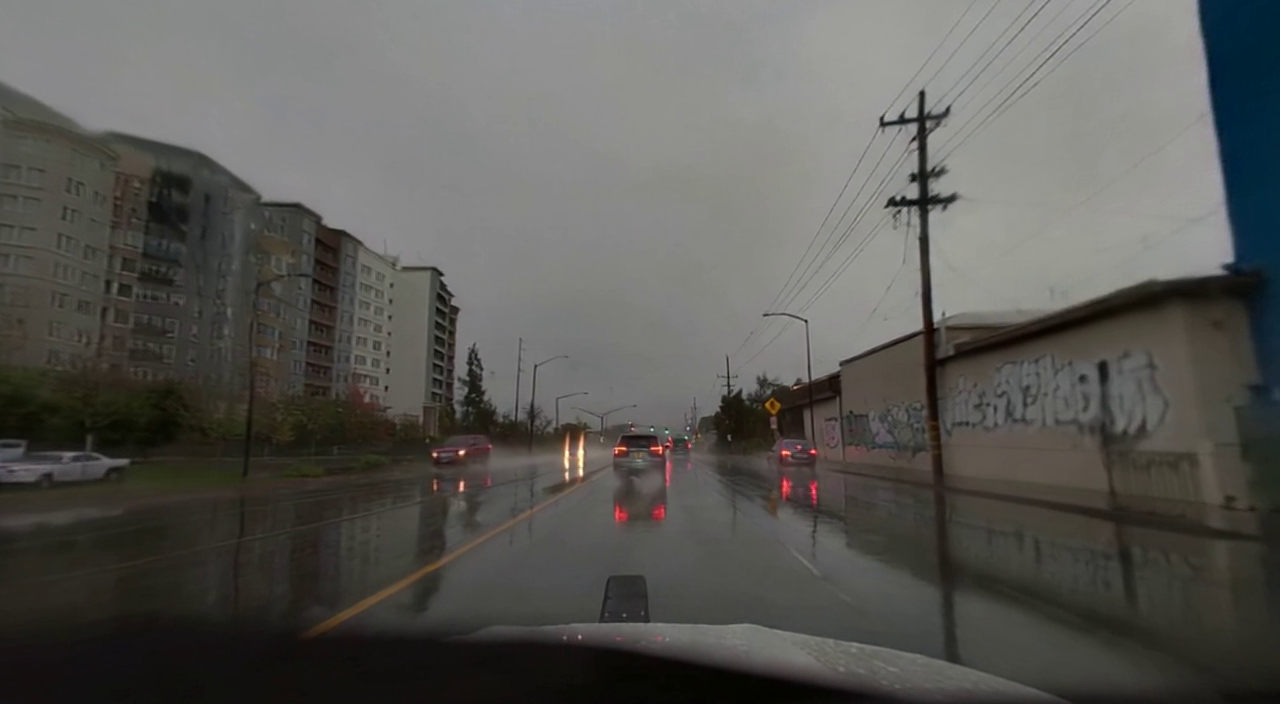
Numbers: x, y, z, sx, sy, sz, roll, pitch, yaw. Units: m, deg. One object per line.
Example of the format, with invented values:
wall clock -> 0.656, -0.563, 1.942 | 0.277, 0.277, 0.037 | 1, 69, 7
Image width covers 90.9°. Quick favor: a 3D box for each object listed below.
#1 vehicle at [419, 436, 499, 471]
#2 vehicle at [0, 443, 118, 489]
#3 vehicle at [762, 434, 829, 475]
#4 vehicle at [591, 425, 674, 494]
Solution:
vehicle -> -11.174, 6.329, 39.537 | 2.544, 2.014, 5.821 | -1, -9, 8
vehicle -> -26.489, 5.036, 27.743 | 4.916, 1.826, 2.242 | -2, -10, -2
vehicle -> 7.098, 4.724, 29.211 | 1.952, 1.749, 4.311 | 0, -8, 0
vehicle -> -0.103, 3.162, 18.853 | 2.160, 1.786, 4.702 | 0, -8, 2
